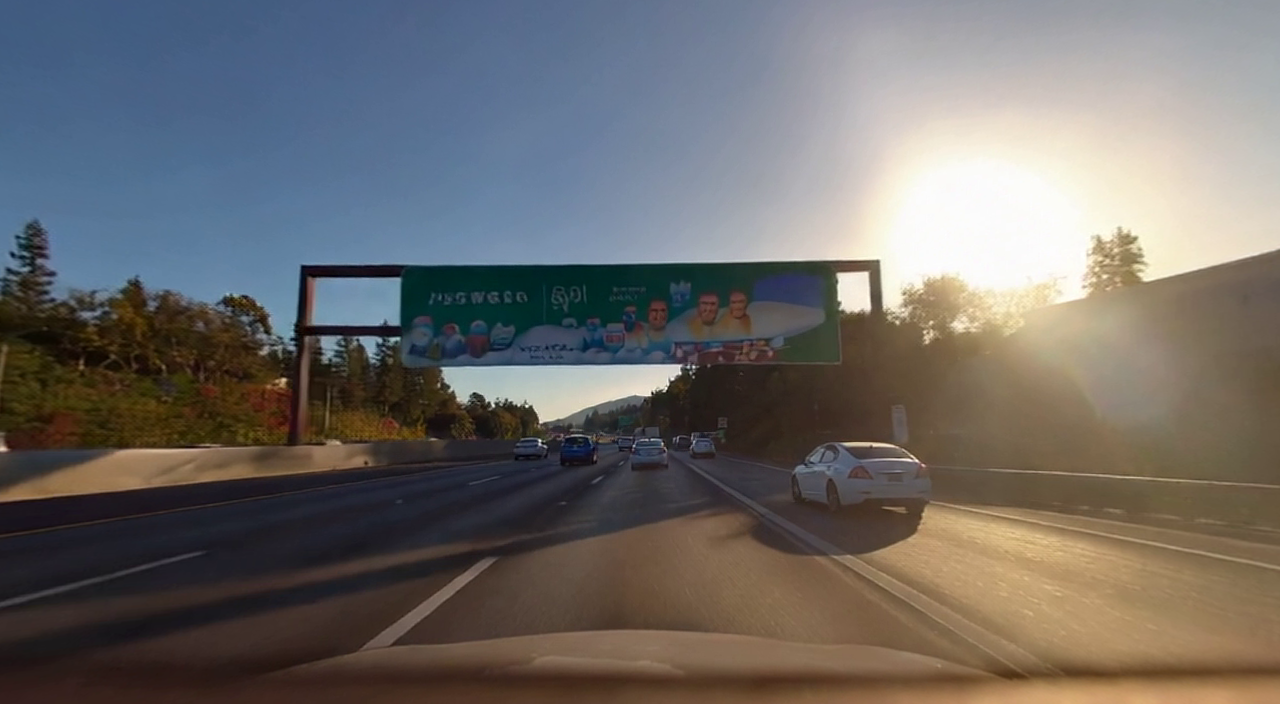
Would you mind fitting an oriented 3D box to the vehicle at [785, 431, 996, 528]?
[{"bbox_3d":[4.253,2.230,11.654,2.030,1.442,4.358,0,-8,-1],"label":"vehicle"}]

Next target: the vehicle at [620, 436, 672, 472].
[{"bbox_3d":[0.260,4.419,27.530,2.113,1.464,4.073,0,-8,1],"label":"vehicle"}]

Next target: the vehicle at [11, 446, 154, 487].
[{"bbox_3d":[-21.541,4.407,24.637,1.830,1.432,4.076,0,-8,1],"label":"vehicle"}]

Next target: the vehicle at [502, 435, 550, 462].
[{"bbox_3d":[-6.753,5.791,37.832,1.932,1.497,4.458,0,-8,2],"label":"vehicle"}]

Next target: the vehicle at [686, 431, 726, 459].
[{"bbox_3d":[4.569,6.550,44.418,2.261,1.781,4.709,0,-8,0],"label":"vehicle"}]

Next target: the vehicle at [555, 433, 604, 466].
[{"bbox_3d":[-3.095,5.108,33.300,1.927,1.586,5.142,0,-8,2],"label":"vehicle"}]

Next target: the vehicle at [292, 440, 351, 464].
[{"bbox_3d":[-21.315,6.708,42.381,1.850,1.494,4.040,0,-8,1],"label":"vehicle"}]
